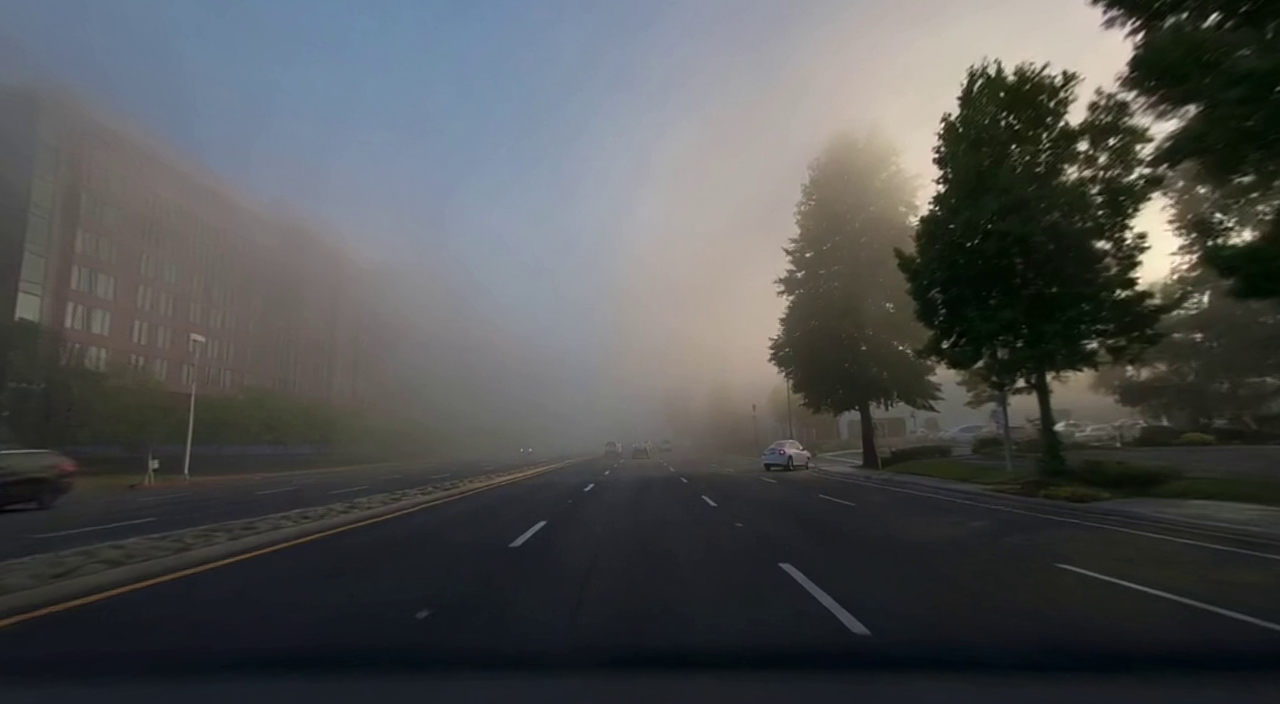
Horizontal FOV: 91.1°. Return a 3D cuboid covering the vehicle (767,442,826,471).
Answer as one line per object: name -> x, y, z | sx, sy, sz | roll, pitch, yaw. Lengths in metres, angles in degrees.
vehicle -> 10.129, 6.675, 40.445 | 2.129, 1.696, 5.061 | -5, -10, 32
